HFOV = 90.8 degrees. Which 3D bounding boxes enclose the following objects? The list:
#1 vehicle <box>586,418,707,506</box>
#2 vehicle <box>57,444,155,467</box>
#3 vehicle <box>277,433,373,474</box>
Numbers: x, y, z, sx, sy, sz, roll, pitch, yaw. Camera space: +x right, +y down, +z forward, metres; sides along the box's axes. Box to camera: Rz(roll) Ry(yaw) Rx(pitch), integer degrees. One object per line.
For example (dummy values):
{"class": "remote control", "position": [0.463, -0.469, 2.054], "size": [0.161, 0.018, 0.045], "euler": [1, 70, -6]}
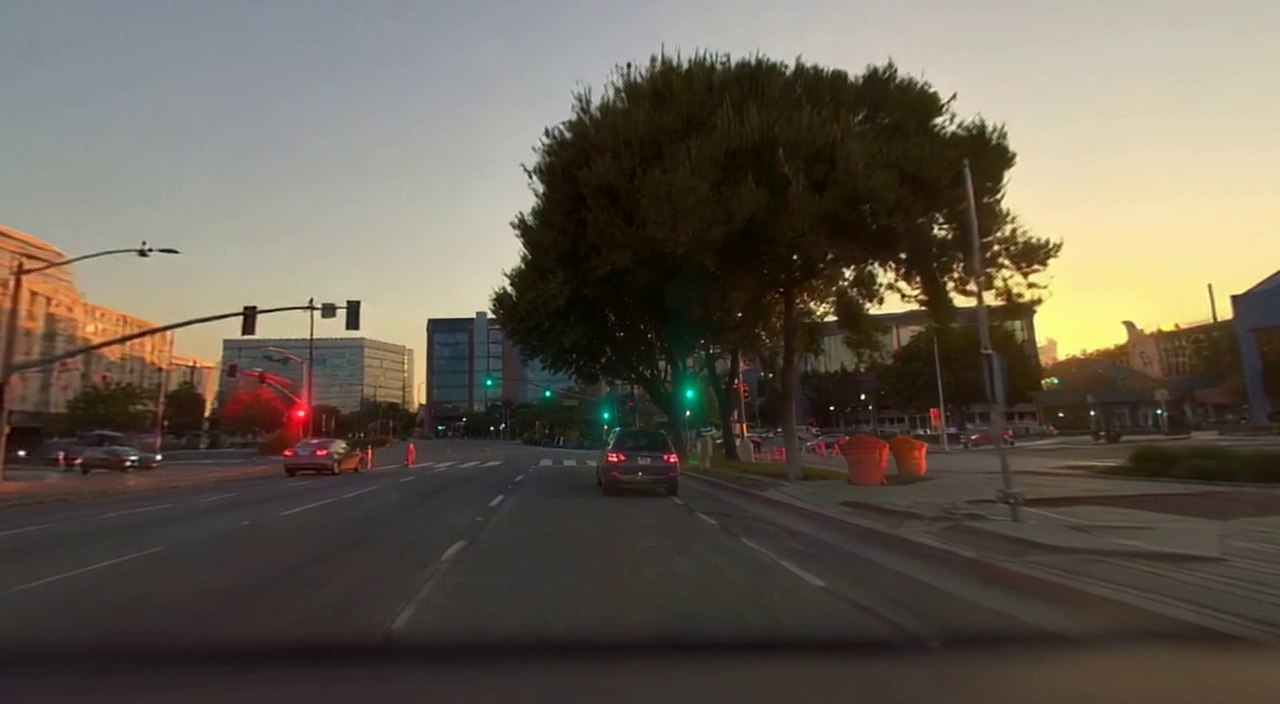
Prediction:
{"class": "vehicle", "position": [-0.039, 2.444, 14.461], "size": [2.230, 1.683, 4.204], "euler": [1, -8, -7]}
{"class": "vehicle", "position": [-36.697, 7.083, 43.509], "size": [4.692, 1.476, 1.992], "euler": [1, -8, -7]}
{"class": "vehicle", "position": [-12.193, 3.947, 24.817], "size": [1.924, 1.458, 4.448], "euler": [1, -8, -6]}
